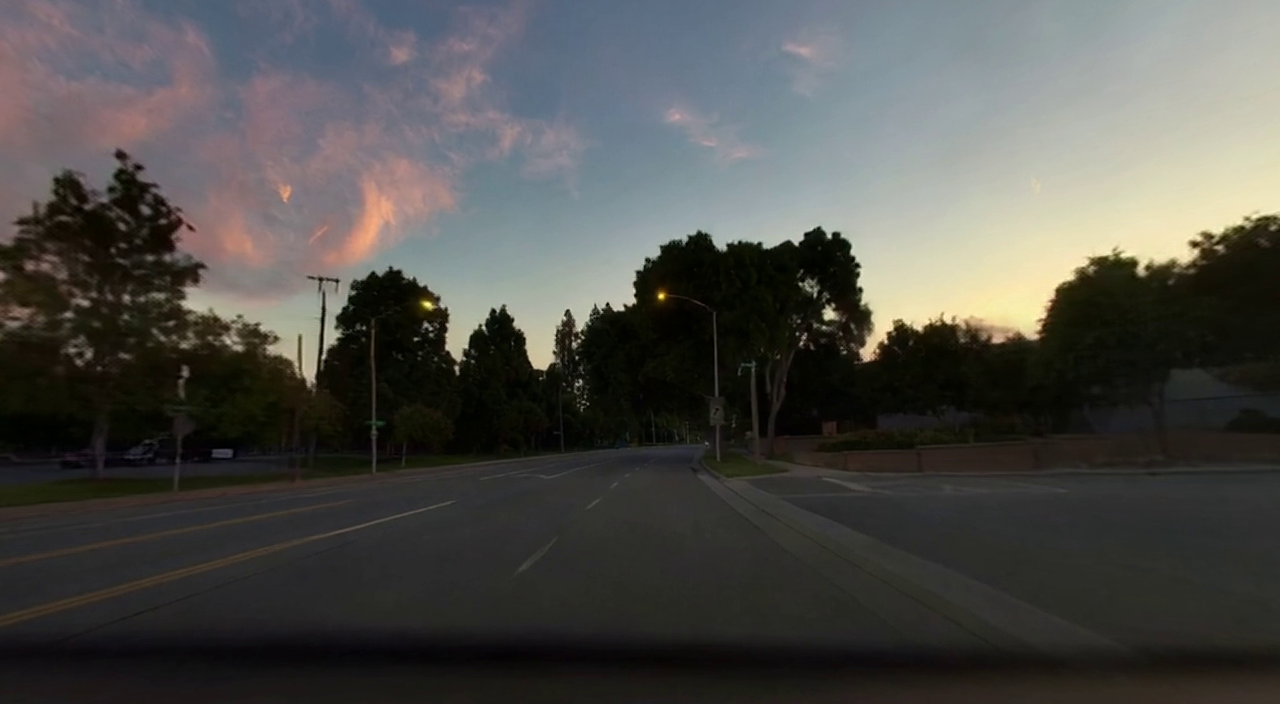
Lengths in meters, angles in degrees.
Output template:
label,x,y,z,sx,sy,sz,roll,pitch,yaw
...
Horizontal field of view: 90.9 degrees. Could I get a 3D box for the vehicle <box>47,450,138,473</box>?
label,x,y,z,sx,sy,sz,roll,pitch,yaw
vehicle,-42.846,8.528,49.527,2.010,1.681,5.194,-2,-9,9
